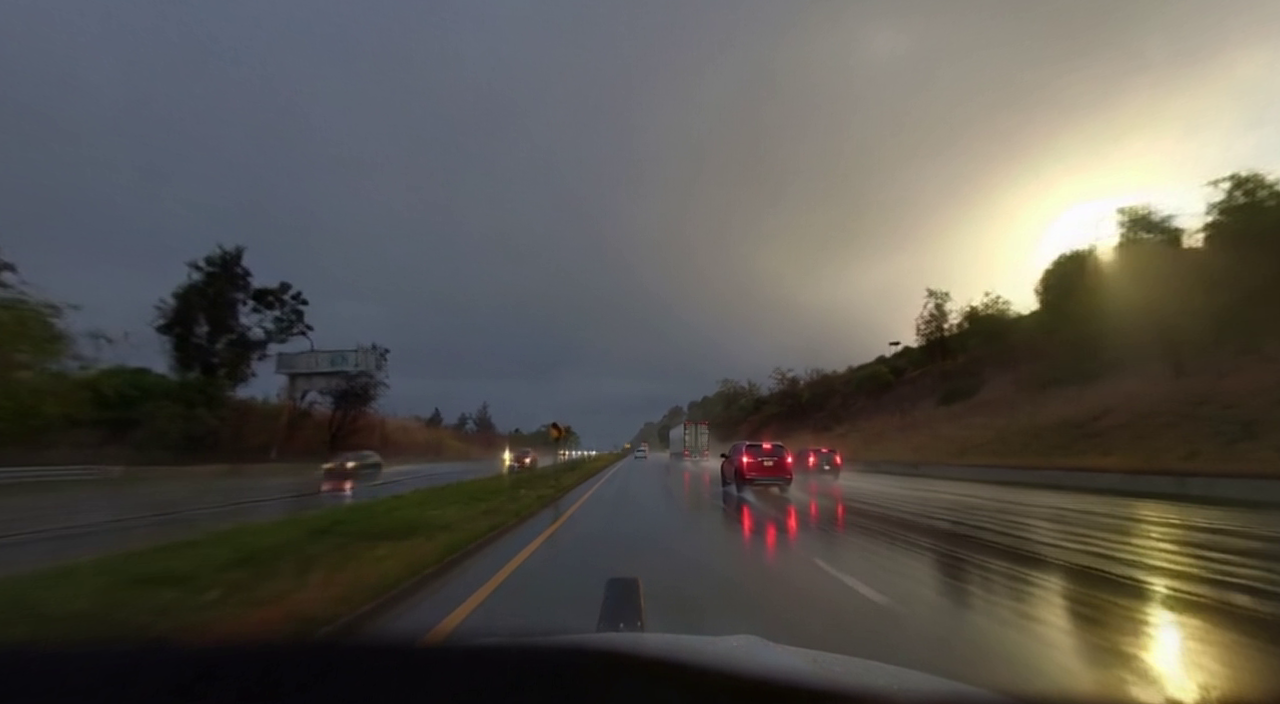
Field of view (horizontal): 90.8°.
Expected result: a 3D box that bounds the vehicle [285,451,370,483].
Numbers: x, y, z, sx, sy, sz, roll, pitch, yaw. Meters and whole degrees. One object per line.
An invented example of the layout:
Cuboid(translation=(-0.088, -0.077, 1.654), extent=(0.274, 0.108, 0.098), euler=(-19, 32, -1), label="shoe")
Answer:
Cuboid(translation=(-15.019, 5.520, 30.620), extent=(1.889, 1.422, 4.506), euler=(0, -9, -1), label="vehicle")

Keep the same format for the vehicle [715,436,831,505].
Cuboid(translation=(3.529, 3.239, 17.705), extent=(2.130, 1.658, 4.537), euler=(0, -9, -2), label="vehicle")
